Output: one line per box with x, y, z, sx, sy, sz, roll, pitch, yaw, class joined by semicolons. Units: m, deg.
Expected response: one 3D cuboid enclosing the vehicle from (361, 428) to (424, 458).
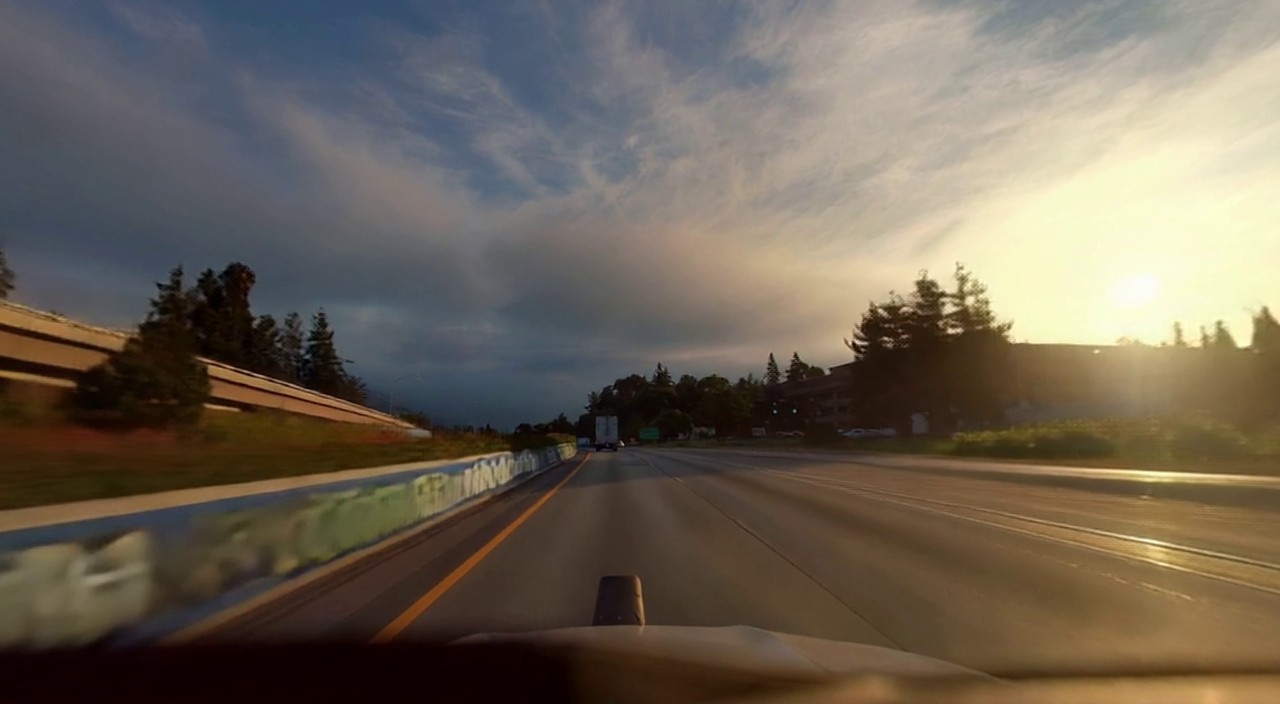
-14.506;5.371;37.211;2.059;1.661;4.441;0;-8;-2;vehicle
